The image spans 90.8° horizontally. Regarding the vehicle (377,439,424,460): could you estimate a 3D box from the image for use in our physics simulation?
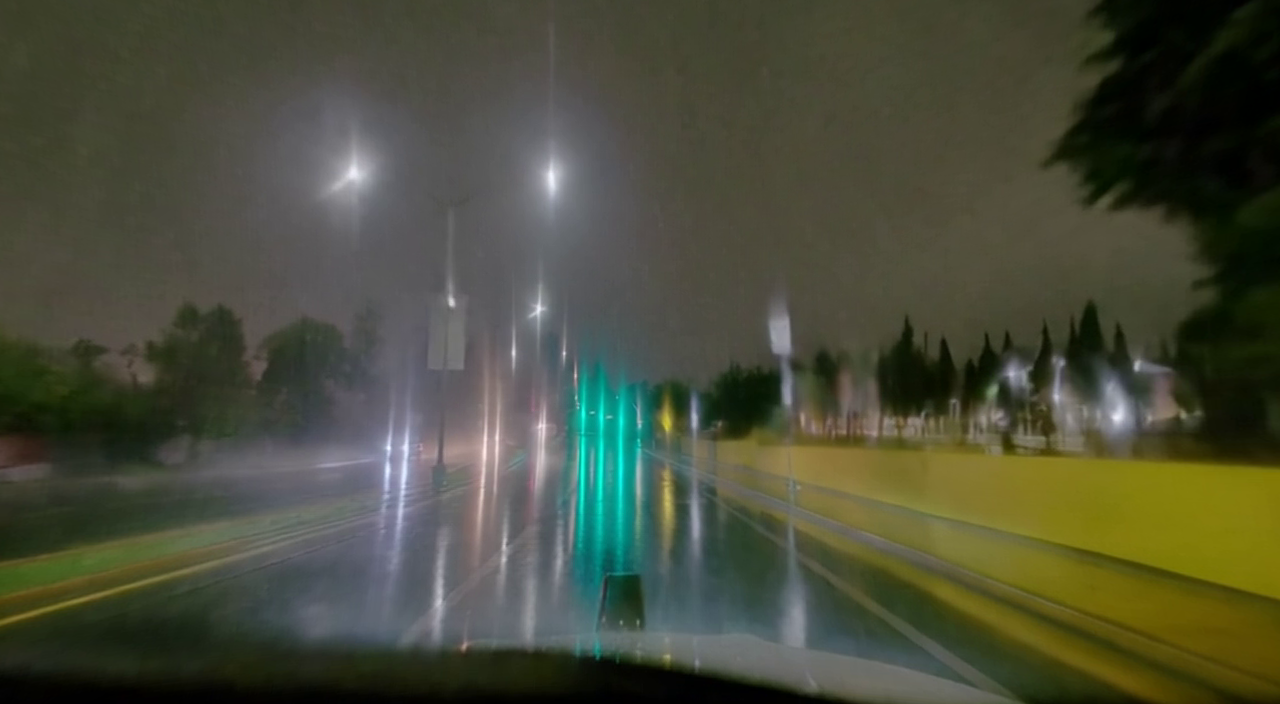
[{"bbox_3d":[-18.497,7.574,49.018,1.892,1.521,4.641,0,-9,-1],"label":"vehicle"}]
